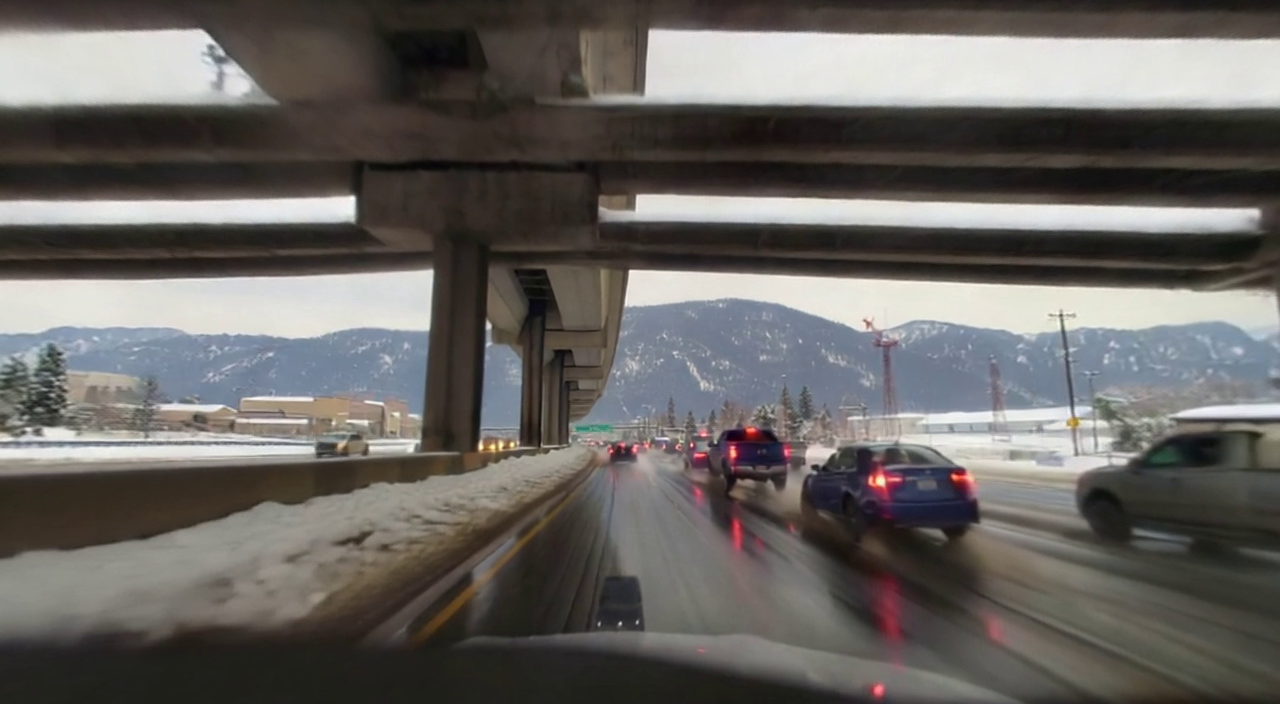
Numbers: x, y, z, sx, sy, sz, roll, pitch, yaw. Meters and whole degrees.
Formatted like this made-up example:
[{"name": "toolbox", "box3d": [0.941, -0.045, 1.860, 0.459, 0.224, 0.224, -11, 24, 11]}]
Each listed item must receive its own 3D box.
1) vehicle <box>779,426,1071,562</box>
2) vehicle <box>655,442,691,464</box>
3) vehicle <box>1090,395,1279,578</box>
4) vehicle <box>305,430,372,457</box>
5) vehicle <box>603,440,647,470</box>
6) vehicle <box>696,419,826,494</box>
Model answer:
[{"name": "vehicle", "box3d": [3.760, 1.968, 9.630, 2.048, 1.497, 4.952, 0, -9, -1]}, {"name": "vehicle", "box3d": [2.324, 7.298, 45.920, 2.057, 1.517, 4.538, 0, -9, -4]}, {"name": "vehicle", "box3d": [7.783, 1.344, 6.223, 2.210, 1.884, 5.878, 0, -9, -2]}, {"name": "vehicle", "box3d": [-19.623, 5.979, 41.364, 2.111, 1.654, 4.790, 0, -9, -2]}, {"name": "vehicle", "box3d": [-0.840, 5.690, 35.161, 2.266, 1.549, 3.978, 0, -8, -2]}, {"name": "vehicle", "box3d": [3.699, 3.451, 21.253, 2.747, 2.061, 7.011, 0, -9, -2]}]
